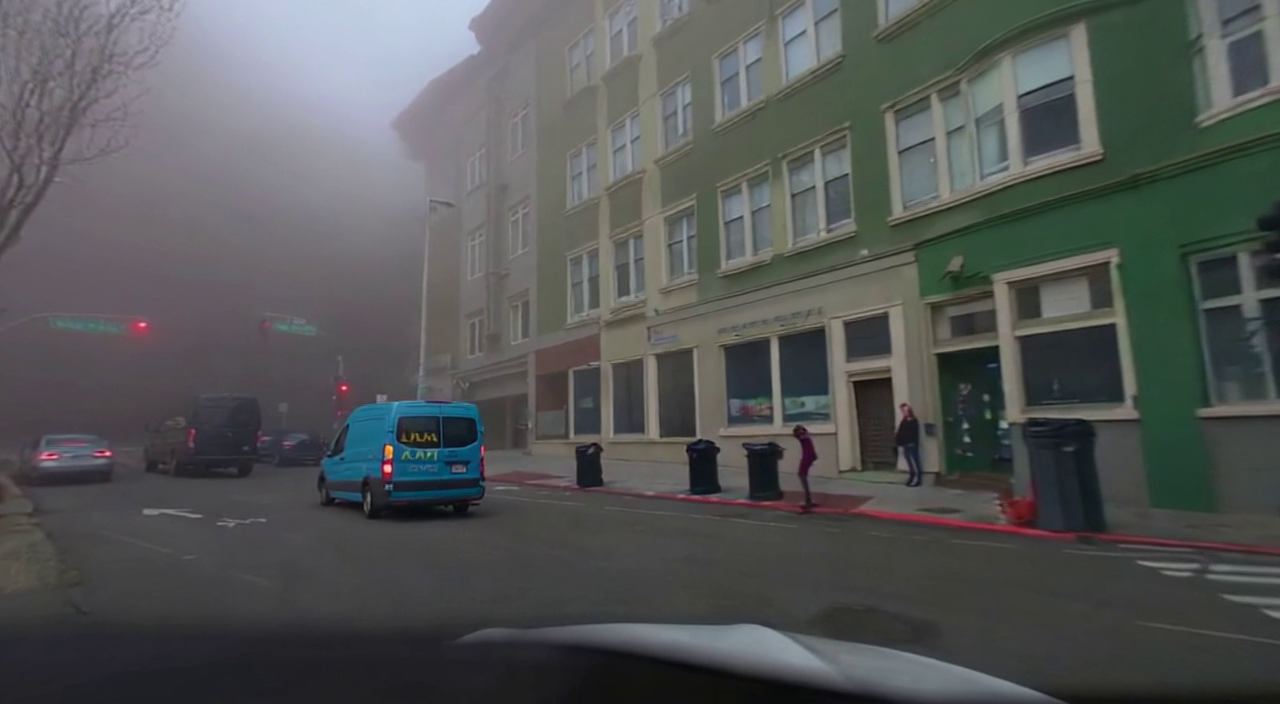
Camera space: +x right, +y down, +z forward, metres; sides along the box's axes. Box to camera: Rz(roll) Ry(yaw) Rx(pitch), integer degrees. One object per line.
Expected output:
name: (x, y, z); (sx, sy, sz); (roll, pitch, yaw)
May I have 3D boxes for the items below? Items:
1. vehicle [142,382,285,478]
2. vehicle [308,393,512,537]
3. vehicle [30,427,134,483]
vehicle: (-14.300, 2.630, 20.925); (6.504, 2.703, 2.333); (-7, -11, 43)
vehicle: (-4.075, 1.821, 10.737); (1.951, 1.907, 4.266); (6, -10, -38)
vehicle: (-16.452, 2.989, 18.518); (3.426, 1.461, 1.841); (-7, -11, 43)
